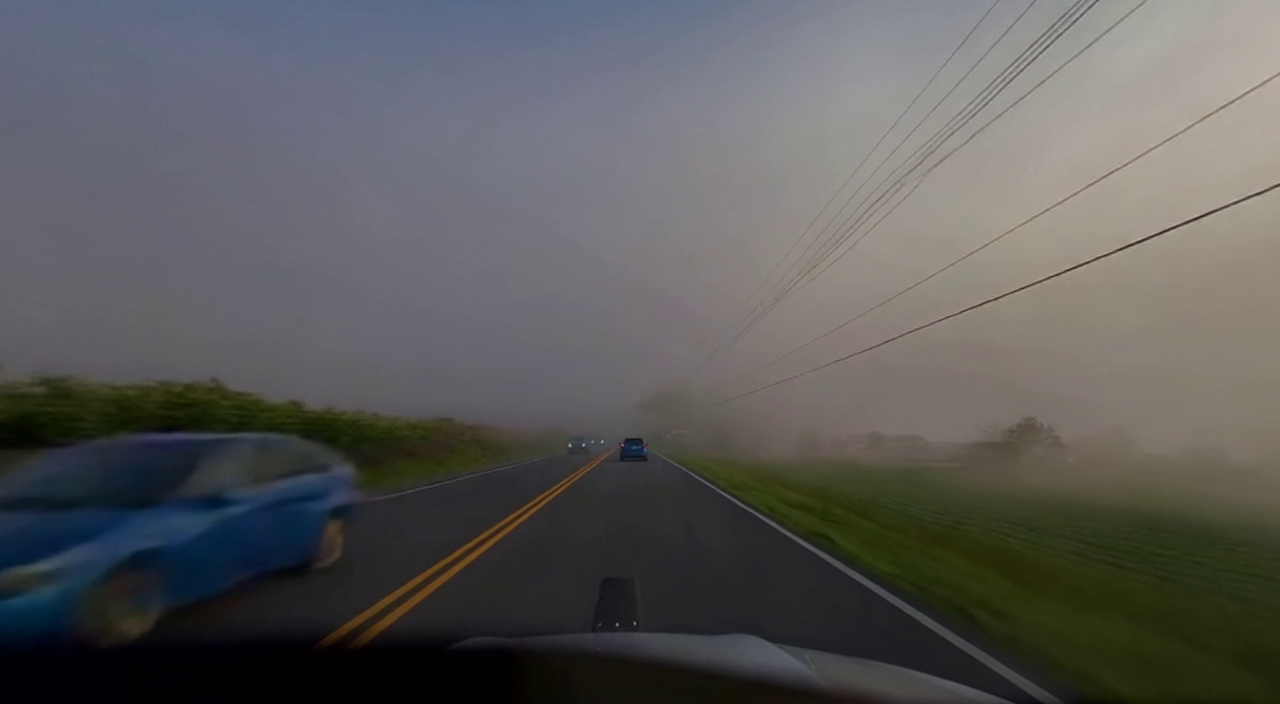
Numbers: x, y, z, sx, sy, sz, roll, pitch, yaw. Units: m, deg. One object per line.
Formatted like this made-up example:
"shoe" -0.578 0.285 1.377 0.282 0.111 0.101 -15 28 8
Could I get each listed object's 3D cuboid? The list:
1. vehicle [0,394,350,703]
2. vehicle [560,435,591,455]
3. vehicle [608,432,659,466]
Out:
"vehicle" -4.047 1.164 4.464 2.019 1.511 4.290 0 -8 -1
"vehicle" -4.909 7.183 48.709 2.034 1.484 4.183 0 -8 -1
"vehicle" -0.342 4.524 29.675 2.241 1.471 3.829 0 -8 -2
